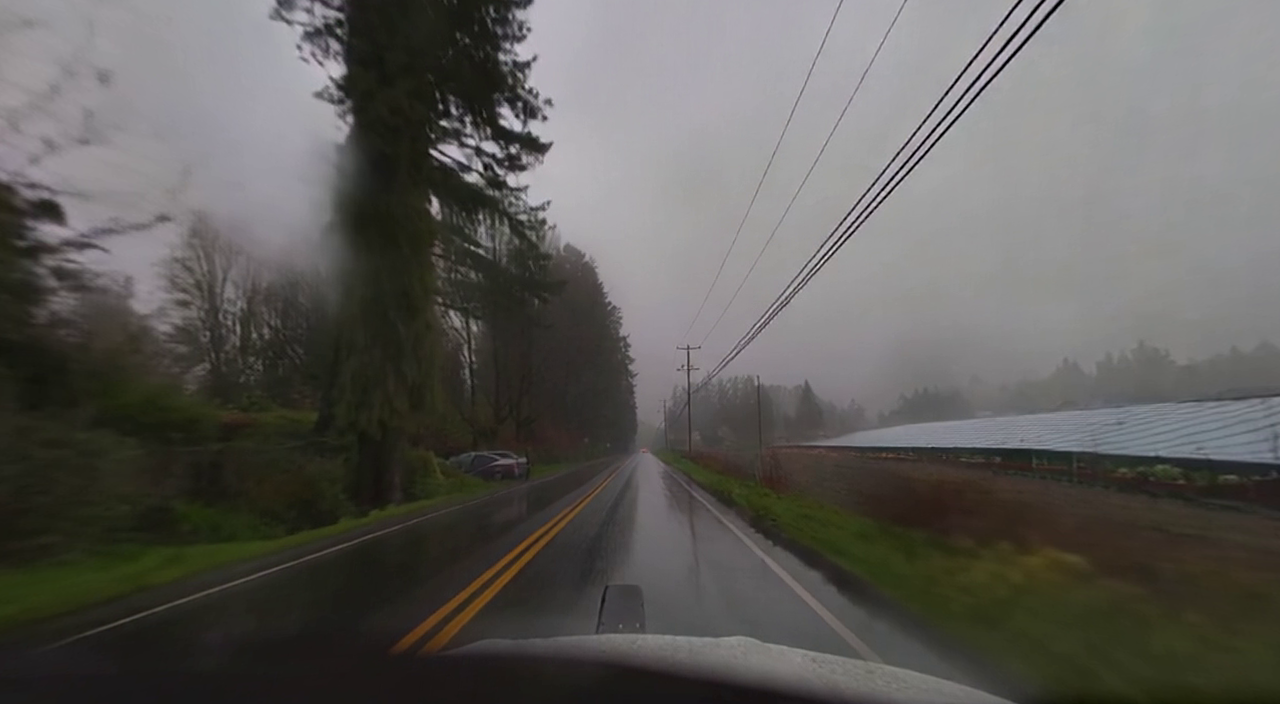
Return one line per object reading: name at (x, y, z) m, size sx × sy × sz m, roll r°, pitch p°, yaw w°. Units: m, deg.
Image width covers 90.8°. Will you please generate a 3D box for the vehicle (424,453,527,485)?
vehicle at (-8.115, 5.816, 31.456) m, size 4.525 × 1.499 × 1.934 m, roll 0°, pitch -8°, yaw 1°
